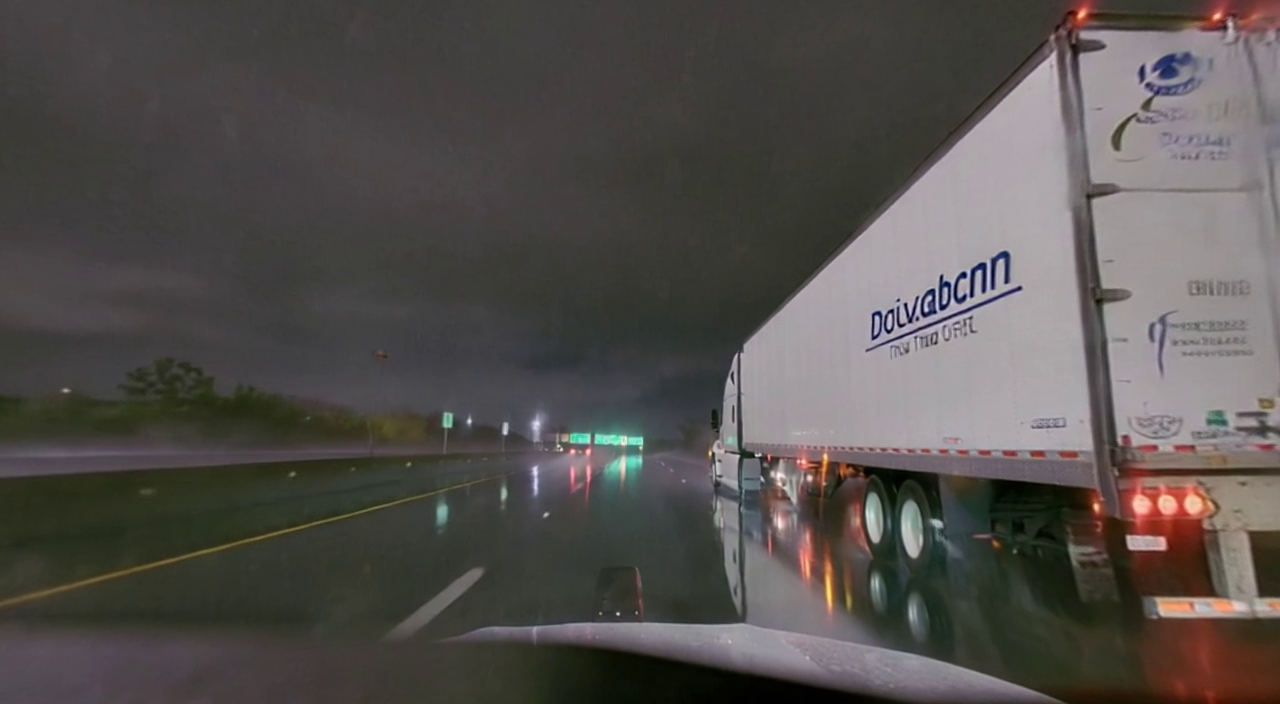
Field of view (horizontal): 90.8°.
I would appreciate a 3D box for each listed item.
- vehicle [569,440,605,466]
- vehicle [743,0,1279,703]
[{"bbox_3d":[-3.427,6.638,41.715,2.030,1.657,3.926,0,-8,0],"label":"vehicle"},{"bbox_3d":[4.031,0.517,9.305,2.962,4.132,12.720,0,-8,0],"label":"vehicle"}]
